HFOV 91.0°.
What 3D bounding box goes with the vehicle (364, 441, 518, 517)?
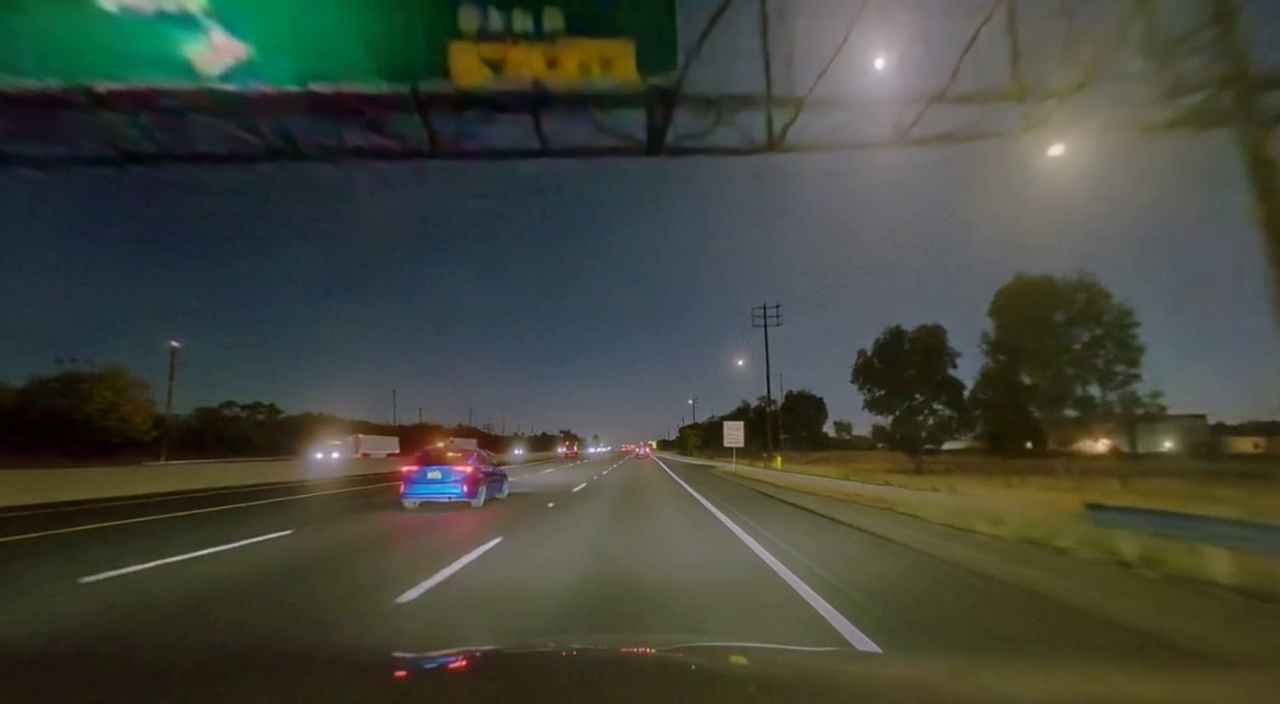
[{"bbox_3d":[-4.408,2.879,14.818,2.104,1.501,4.459,0,-9,1],"label":"vehicle"}]
